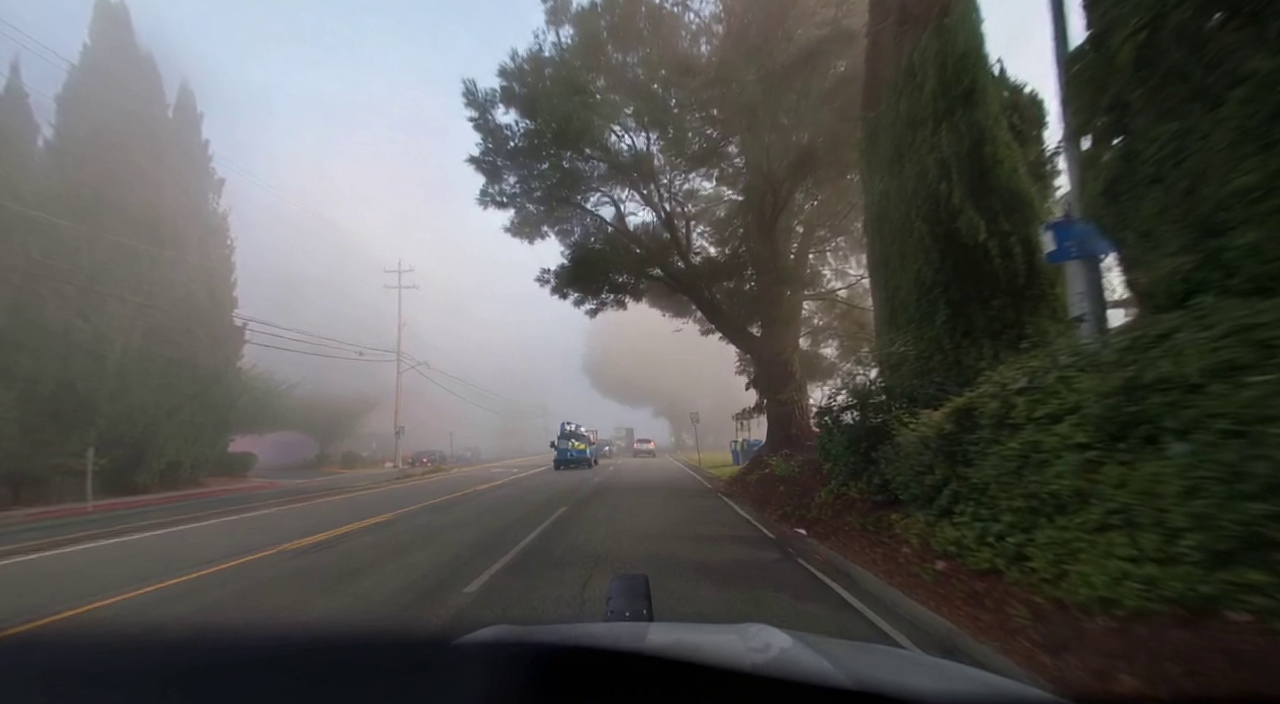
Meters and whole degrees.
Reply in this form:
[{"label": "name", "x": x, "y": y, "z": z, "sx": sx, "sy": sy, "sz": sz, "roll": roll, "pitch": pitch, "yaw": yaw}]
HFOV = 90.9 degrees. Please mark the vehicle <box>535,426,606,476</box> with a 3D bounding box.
[{"label": "vehicle", "x": -2.733, "y": 4.070, "z": 26.095, "sx": 2.180, "sy": 1.818, "sz": 5.117, "roll": 0, "pitch": -8, "yaw": 2}]
